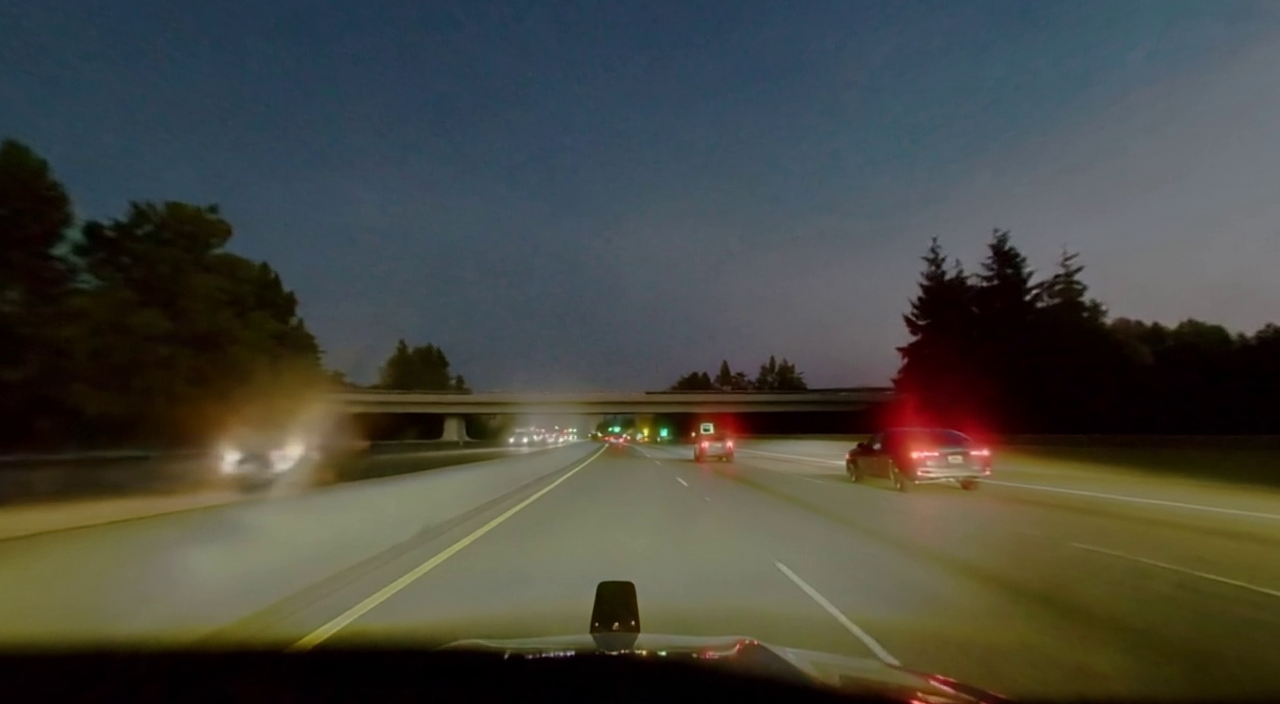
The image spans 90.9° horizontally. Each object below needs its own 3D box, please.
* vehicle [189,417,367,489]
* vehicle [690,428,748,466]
[{"bbox_3d":[-8.754,2.476,15.781,1.961,1.545,4.290,0,-8,-1],"label":"vehicle"},{"bbox_3d":[3.439,4.203,28.057,1.938,1.578,3.764,0,-8,-3],"label":"vehicle"}]
